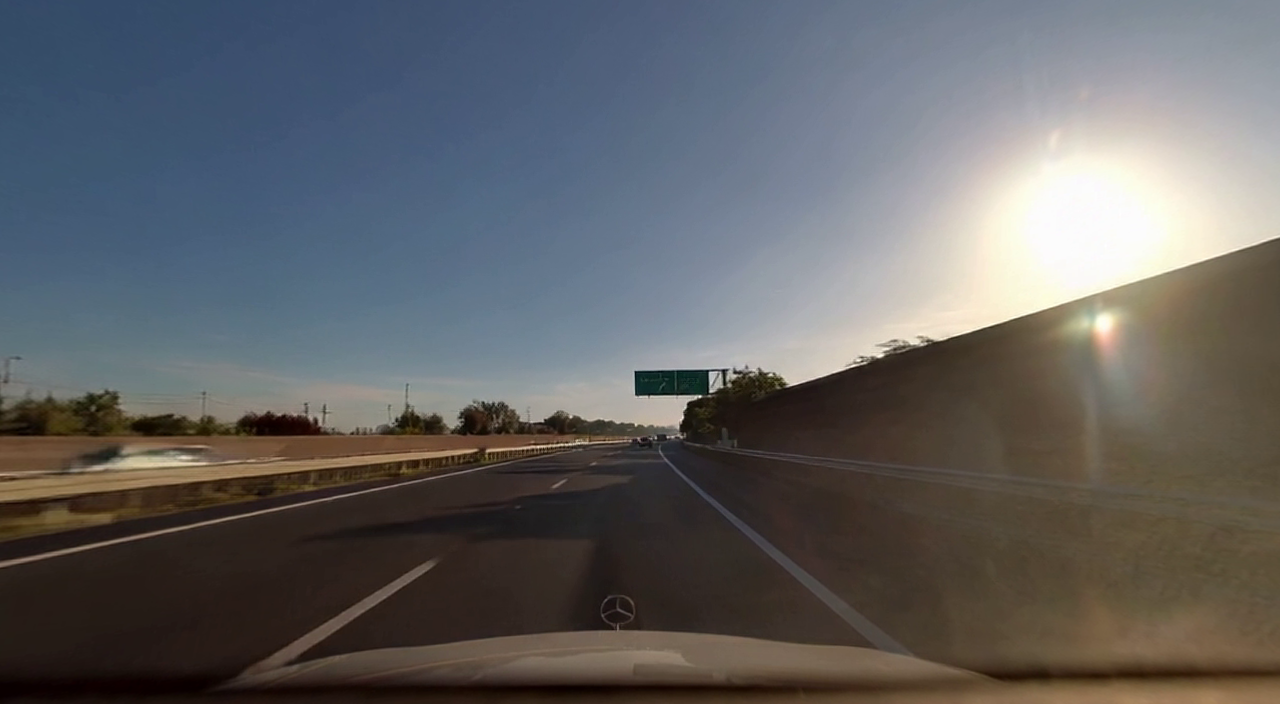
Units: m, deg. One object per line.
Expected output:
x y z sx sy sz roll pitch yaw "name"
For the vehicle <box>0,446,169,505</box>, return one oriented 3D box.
-16.516 3.581 18.700 1.821 1.486 4.099 0 -8 0 "vehicle"
